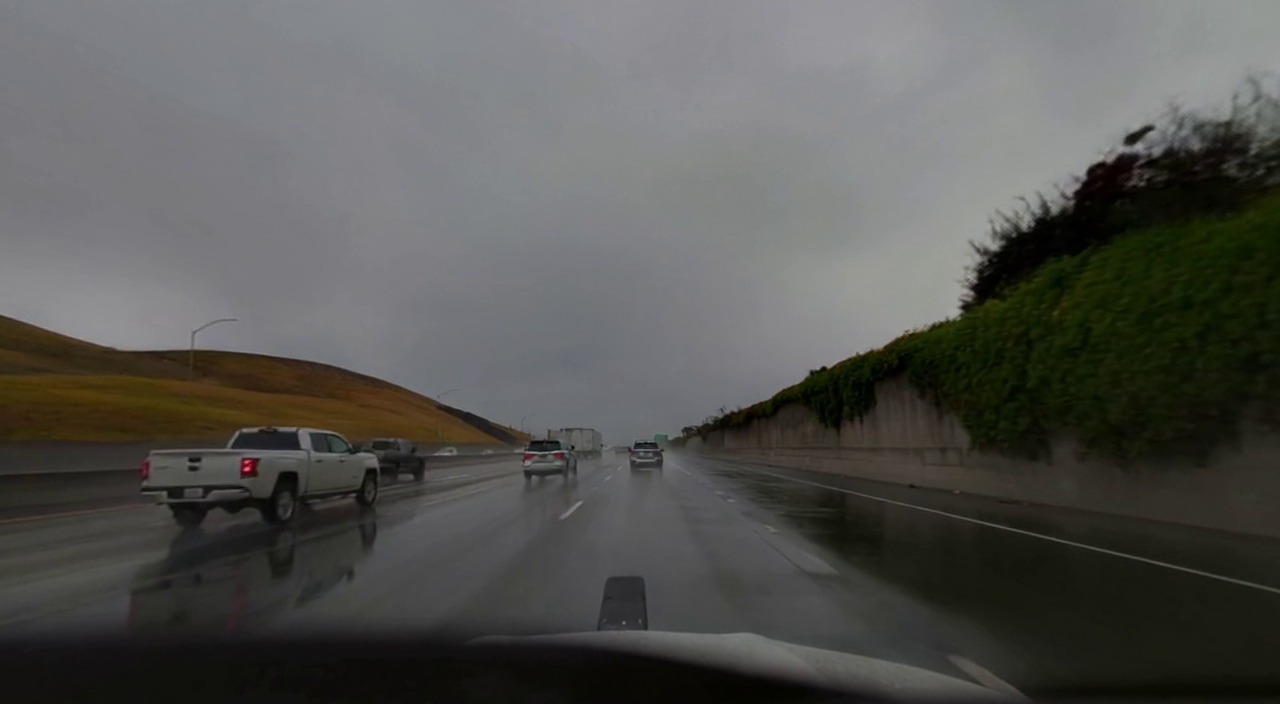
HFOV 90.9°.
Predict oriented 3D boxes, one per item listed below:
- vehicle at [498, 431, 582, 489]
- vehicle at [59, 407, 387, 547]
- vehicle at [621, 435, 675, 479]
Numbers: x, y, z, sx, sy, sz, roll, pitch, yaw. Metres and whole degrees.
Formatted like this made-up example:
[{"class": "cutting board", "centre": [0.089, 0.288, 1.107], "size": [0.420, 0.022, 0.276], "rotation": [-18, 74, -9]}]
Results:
[{"class": "vehicle", "centre": [-3.346, 3.734, 22.128], "size": [2.093, 1.820, 4.506], "rotation": [0, -9, 1]}, {"class": "vehicle", "centre": [-6.663, 2.068, 11.133], "size": [2.108, 1.856, 5.214], "rotation": [0, -9, 1]}, {"class": "vehicle", "centre": [0.332, 4.674, 28.414], "size": [2.233, 1.804, 4.273], "rotation": [0, -9, 0]}]
